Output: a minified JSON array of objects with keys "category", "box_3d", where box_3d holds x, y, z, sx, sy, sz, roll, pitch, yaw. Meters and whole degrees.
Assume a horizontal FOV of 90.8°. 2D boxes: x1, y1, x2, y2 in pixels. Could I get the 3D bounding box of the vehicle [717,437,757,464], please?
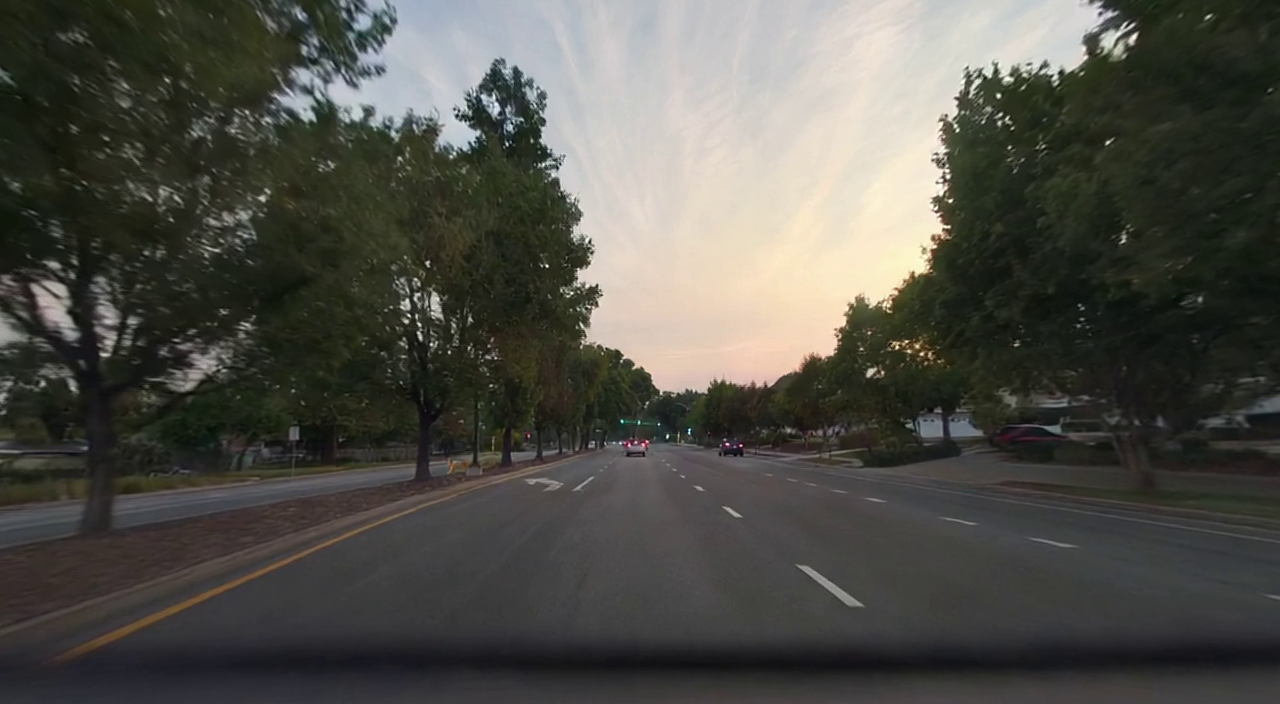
[{"category":"vehicle","box_3d":[6.607,6.741,43.351,2.011,1.710,4.357,0,-9,-1]}]
